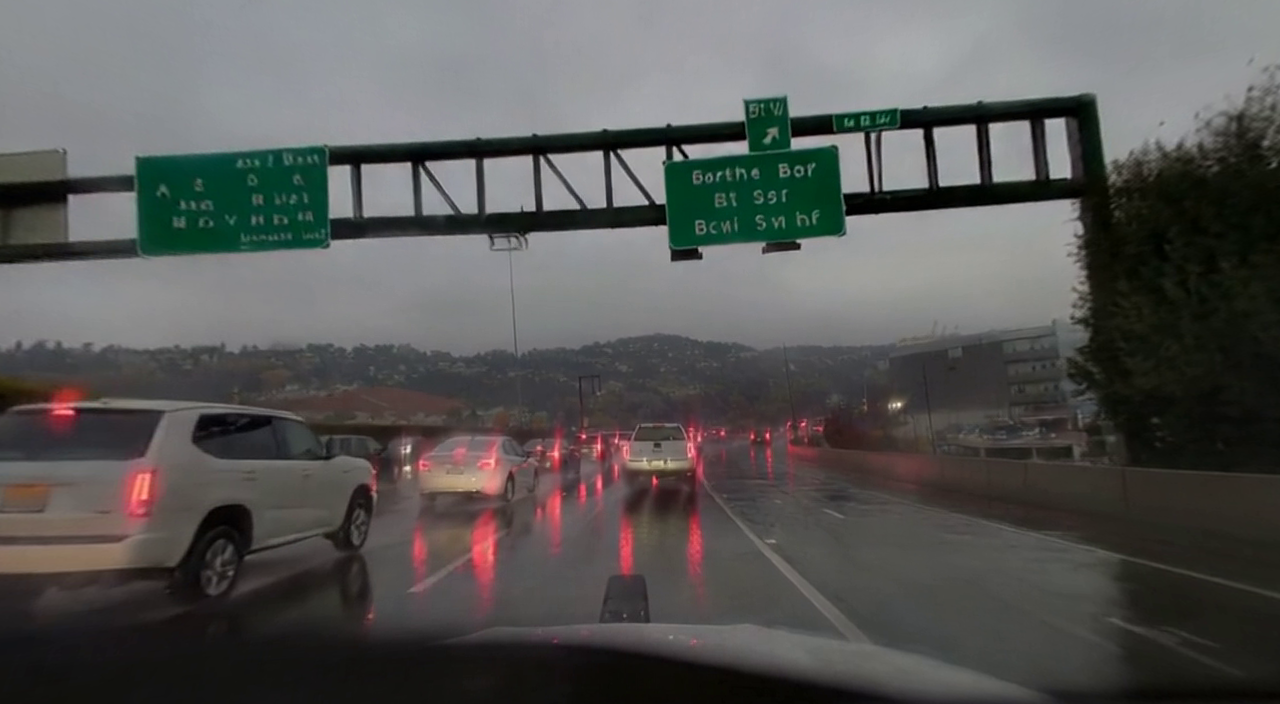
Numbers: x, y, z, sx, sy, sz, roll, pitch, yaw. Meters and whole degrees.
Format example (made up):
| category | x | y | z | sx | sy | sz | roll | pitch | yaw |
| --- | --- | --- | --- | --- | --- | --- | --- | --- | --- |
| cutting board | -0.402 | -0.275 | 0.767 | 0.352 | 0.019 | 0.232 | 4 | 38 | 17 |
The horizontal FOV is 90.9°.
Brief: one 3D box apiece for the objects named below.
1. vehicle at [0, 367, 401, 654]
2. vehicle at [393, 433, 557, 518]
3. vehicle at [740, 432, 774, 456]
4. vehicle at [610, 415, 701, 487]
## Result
| category | x | y | z | sx | sy | sz | roll | pitch | yaw |
| --- | --- | --- | --- | --- | --- | --- | --- | --- | --- |
| vehicle | -4.134 | 1.334 | 6.259 | 1.850 | 1.862 | 4.150 | 0 | -9 | 0 |
| vehicle | -3.286 | 2.586 | 13.814 | 1.998 | 1.494 | 5.020 | 0 | -9 | 3 |
| vehicle | 8.905 | 6.974 | 47.731 | 2.329 | 1.760 | 4.525 | -2 | -9 | 12 |
| vehicle | 0.602 | 3.310 | 21.237 | 2.616 | 2.063 | 5.933 | 0 | -9 | 3 |
